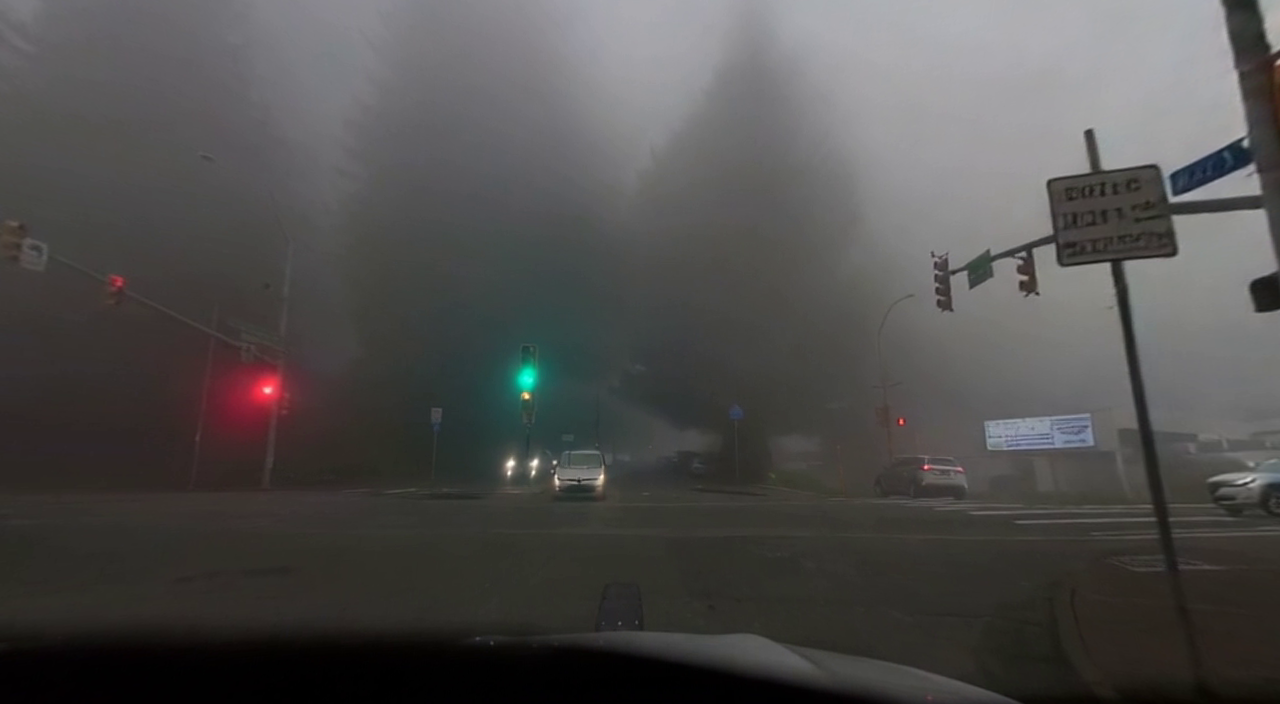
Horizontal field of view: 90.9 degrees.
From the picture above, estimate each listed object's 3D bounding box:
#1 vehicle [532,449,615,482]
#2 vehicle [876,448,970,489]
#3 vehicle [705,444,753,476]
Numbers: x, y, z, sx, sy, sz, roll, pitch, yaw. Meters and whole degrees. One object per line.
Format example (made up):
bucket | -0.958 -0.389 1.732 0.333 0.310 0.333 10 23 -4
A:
vehicle | -3.485 5.911 33.153 3.991 1.526 1.868 -4 -9 30
vehicle | 11.600 4.858 26.168 1.922 1.529 3.964 1 -12 -2
vehicle | 5.887 7.123 41.835 1.491 2.041 2.964 6 -10 -35
